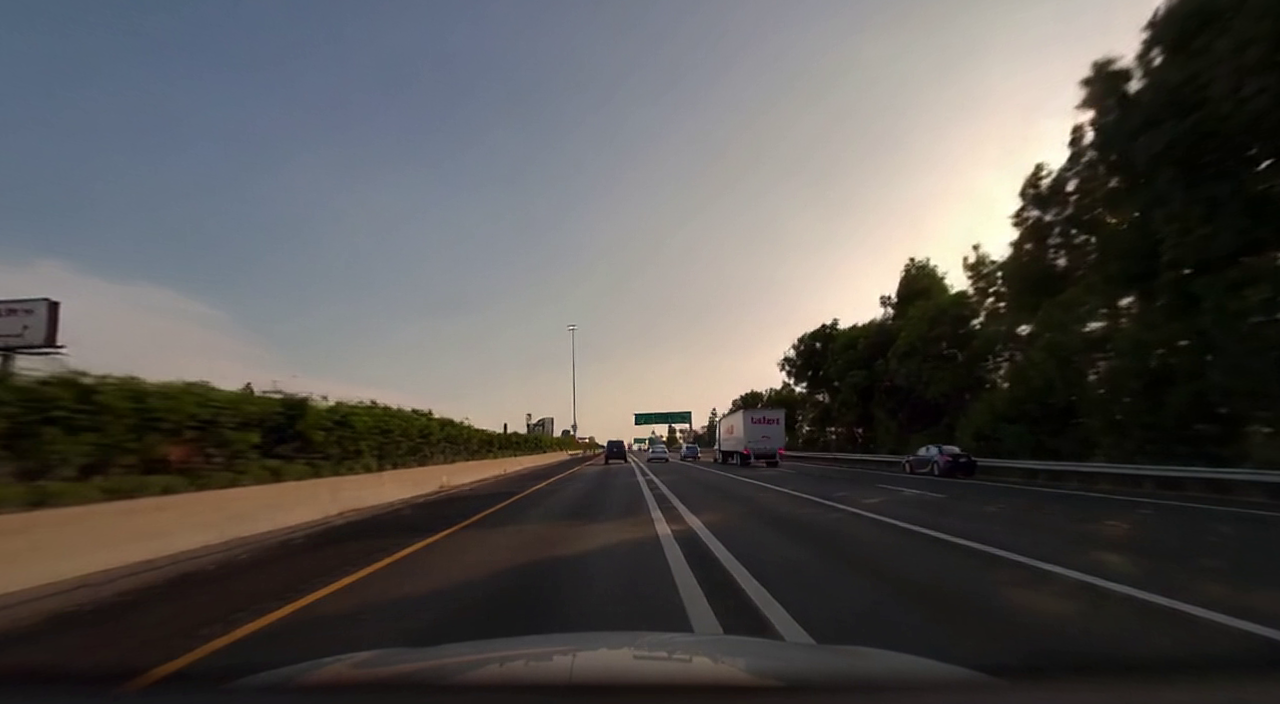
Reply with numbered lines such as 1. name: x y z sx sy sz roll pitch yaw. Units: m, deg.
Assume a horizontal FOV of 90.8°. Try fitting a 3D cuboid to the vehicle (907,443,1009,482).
1. vehicle: 13.199 4.577 26.552 1.862 1.462 4.459 0 -9 -2
